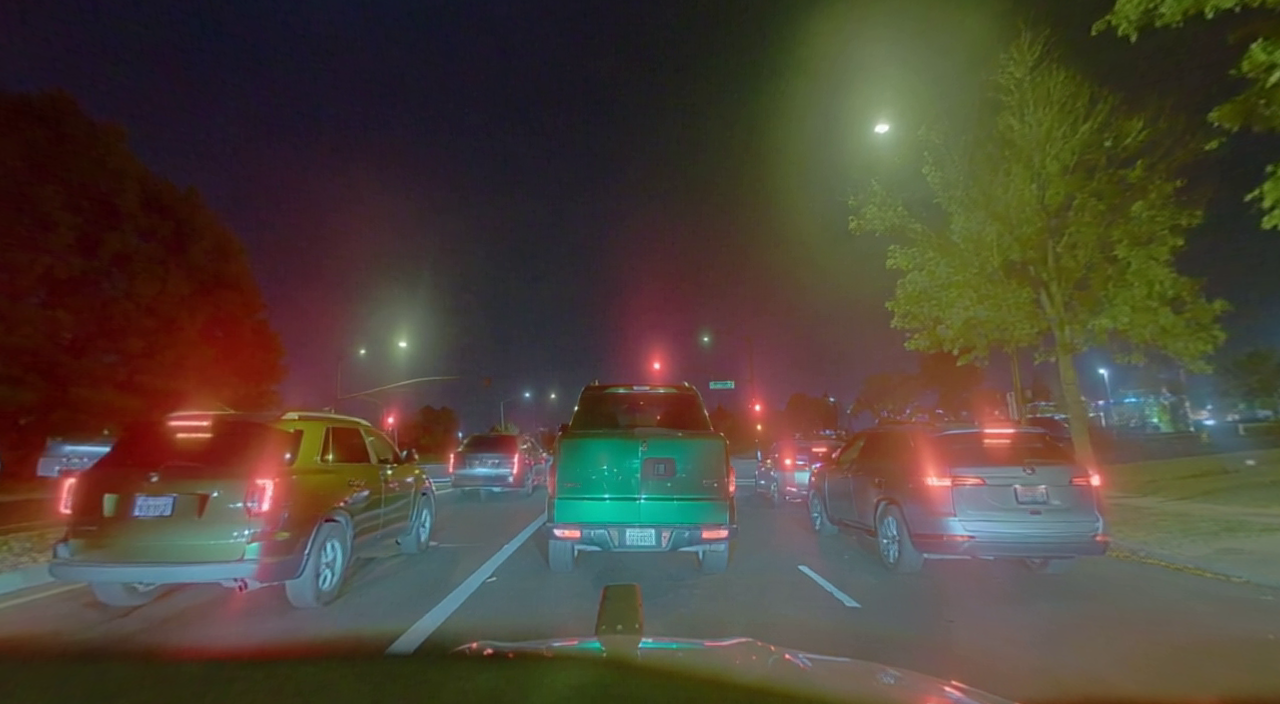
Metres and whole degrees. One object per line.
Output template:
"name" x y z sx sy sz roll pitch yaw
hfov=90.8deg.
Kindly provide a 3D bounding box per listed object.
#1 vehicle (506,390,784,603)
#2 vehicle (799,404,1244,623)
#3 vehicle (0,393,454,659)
"vehicle" 0.024 1.484 7.249 2.294 1.761 3.857 0 -9 -1
"vehicle" 3.472 1.551 7.047 2.202 1.657 4.298 0 -9 -1
"vehicle" -3.369 1.377 6.017 1.961 1.639 4.064 0 -9 0
